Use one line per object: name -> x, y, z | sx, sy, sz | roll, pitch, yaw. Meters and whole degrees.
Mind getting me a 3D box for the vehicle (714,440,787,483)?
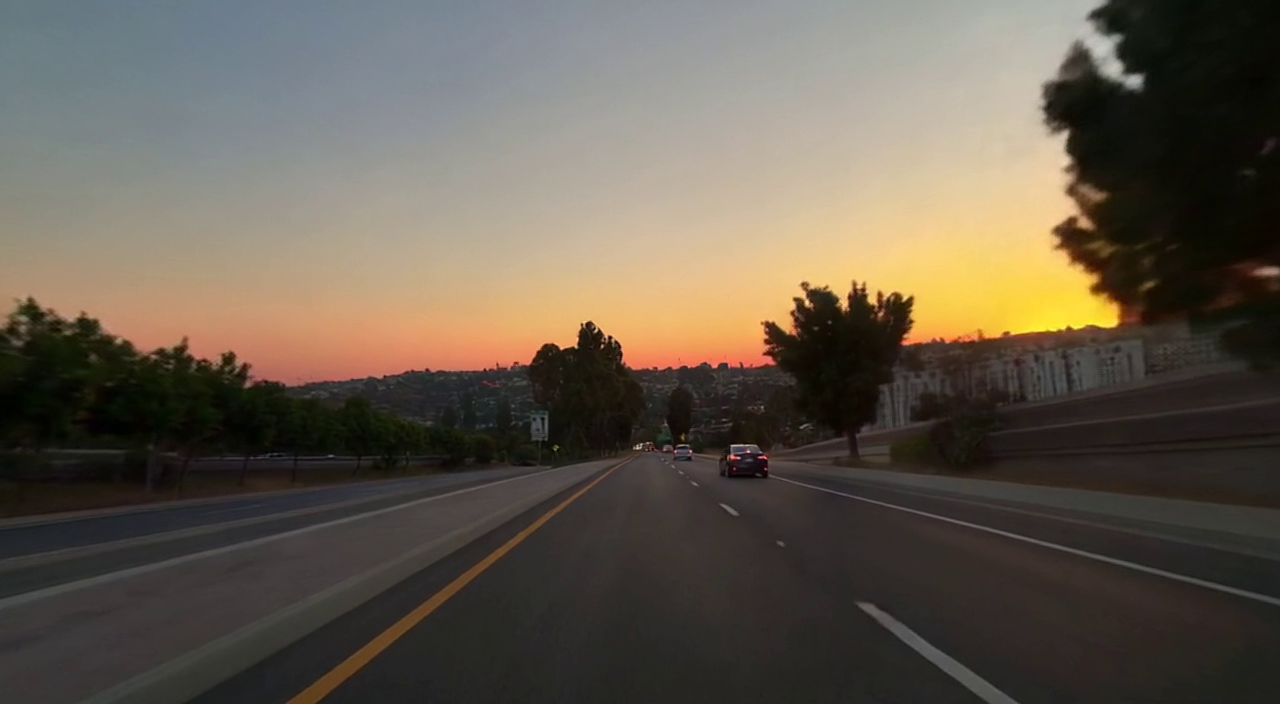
vehicle -> 4.266, 4.296, 25.087 | 2.042, 1.518, 4.477 | 0, -8, -1
